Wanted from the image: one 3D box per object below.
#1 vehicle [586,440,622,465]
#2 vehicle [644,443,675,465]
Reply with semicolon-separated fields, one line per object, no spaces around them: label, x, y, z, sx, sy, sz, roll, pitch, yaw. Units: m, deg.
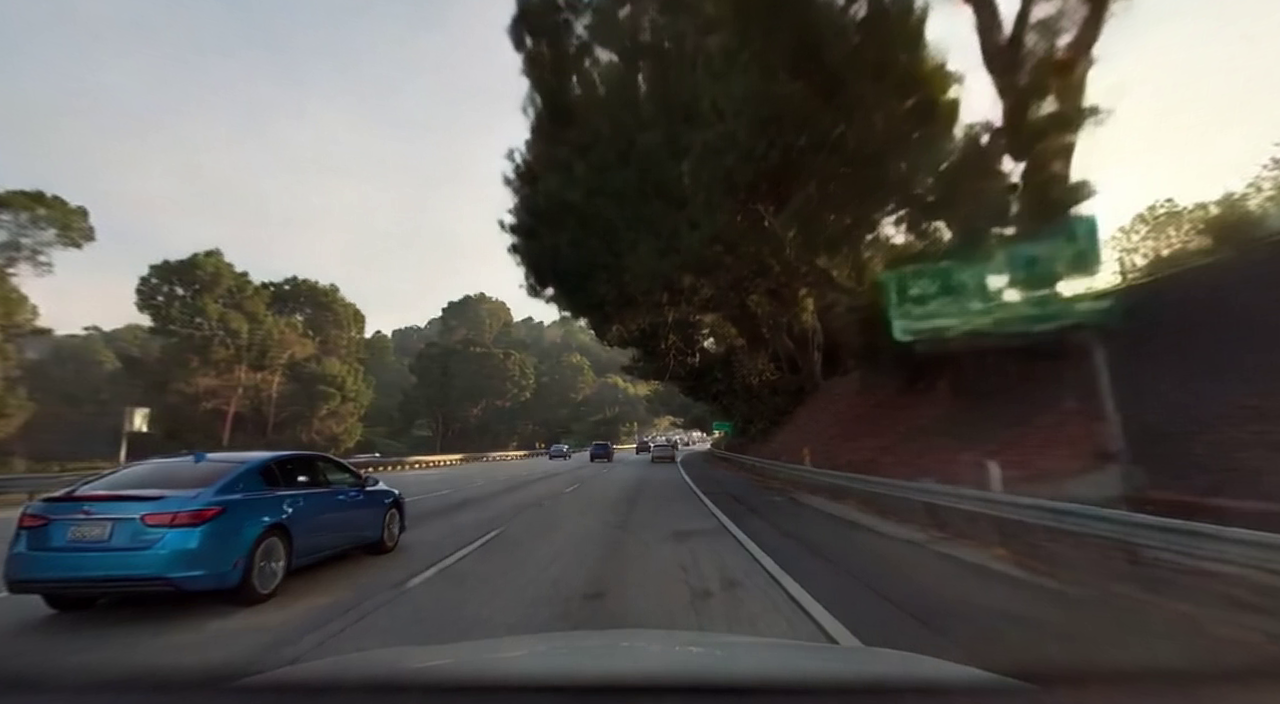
vehicle;-2.593;7.407;46.677;2.071;1.716;4.363;-1;-8;4
vehicle;1.451;7.262;45.024;2.113;1.464;4.073;0;-8;3
